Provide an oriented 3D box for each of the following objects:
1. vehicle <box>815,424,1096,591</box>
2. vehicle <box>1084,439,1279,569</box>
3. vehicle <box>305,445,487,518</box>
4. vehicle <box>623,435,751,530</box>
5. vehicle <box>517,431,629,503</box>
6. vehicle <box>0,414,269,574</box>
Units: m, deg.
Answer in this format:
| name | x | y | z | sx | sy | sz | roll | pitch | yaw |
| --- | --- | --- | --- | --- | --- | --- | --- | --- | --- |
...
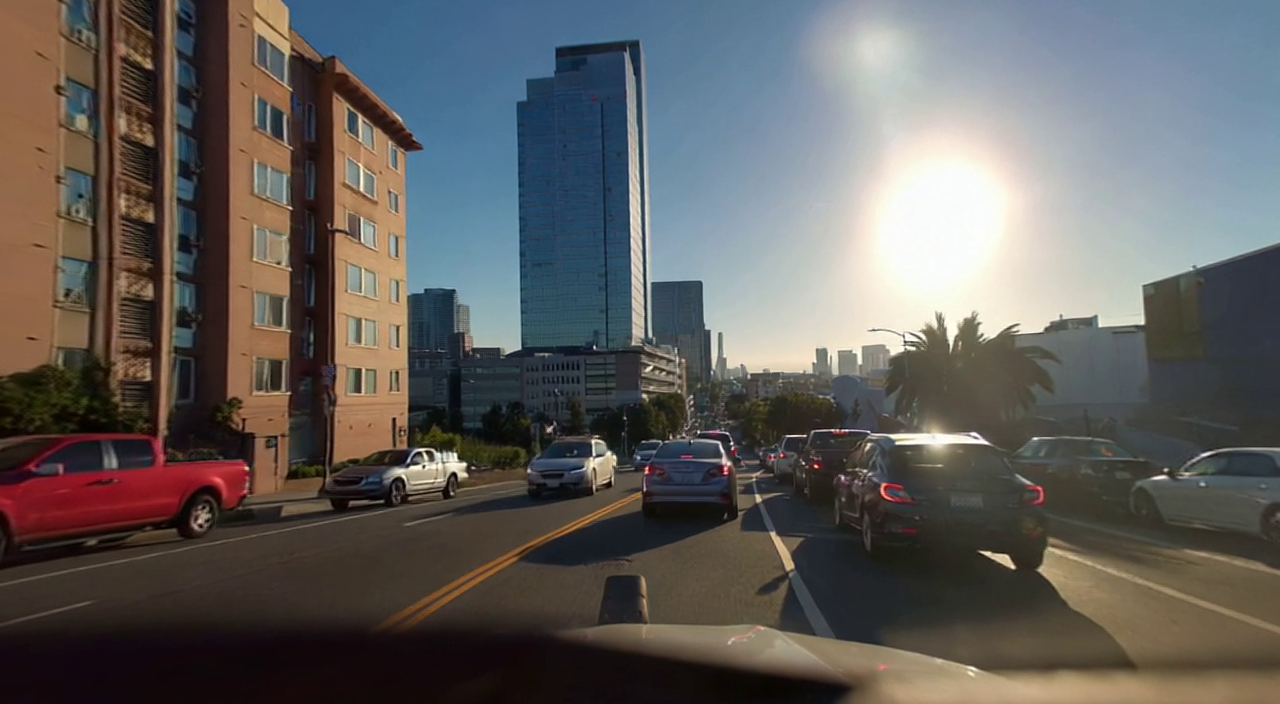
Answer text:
| name | x | y | z | sx | sy | sz | roll | pitch | yaw |
| --- | --- | --- | --- | --- | --- | --- | --- | --- | --- |
| vehicle | 3.503 | 1.748 | 8.023 | 1.982 | 1.510 | 4.144 | -1 | -9 | 9 |
| vehicle | 8.700 | 2.014 | 8.980 | 1.901 | 1.500 | 4.729 | -1 | -8 | 9 |
| vehicle | -5.740 | 3.059 | 15.532 | 1.928 | 1.503 | 4.322 | -2 | -9 | 15 |
| vehicle | 1.015 | 2.341 | 11.920 | 2.031 | 1.461 | 3.763 | -1 | -8 | 9 |
| vehicle | -1.701 | 3.140 | 17.754 | 2.030 | 1.730 | 4.453 | -1 | -8 | 9 |
| vehicle | -7.791 | 1.942 | 8.824 | 1.934 | 1.770 | 4.546 | -9 | -9 | 9 |
